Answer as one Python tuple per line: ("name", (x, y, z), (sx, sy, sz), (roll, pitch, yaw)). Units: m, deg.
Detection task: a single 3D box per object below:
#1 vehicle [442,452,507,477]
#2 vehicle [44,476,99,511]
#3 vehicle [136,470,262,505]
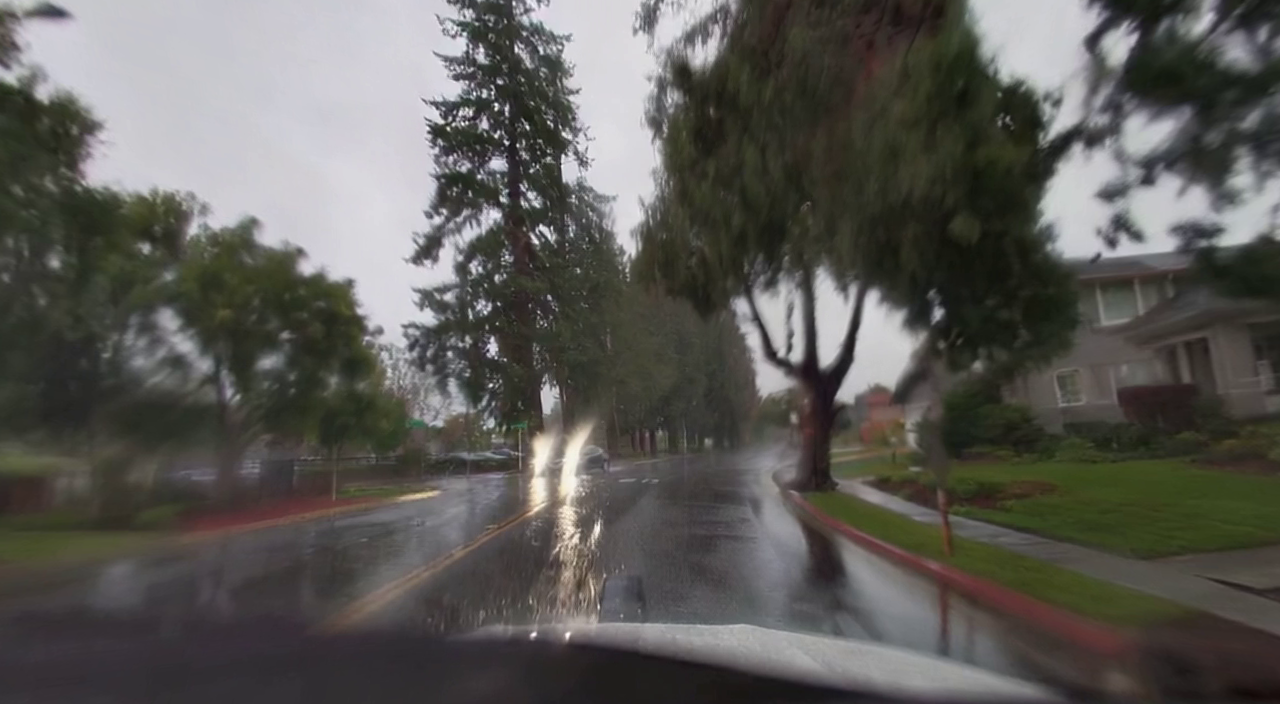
("vehicle", (-12.779, 8.644, 48.576), (4.675, 1.442, 1.906), (-2, -8, -19))
("vehicle", (-30.495, 7.519, 33.840), (1.849, 1.484, 4.693), (8, -12, -43))
("vehicle", (-22.225, 6.830, 32.100), (4.943, 1.493, 2.036), (4, -9, -28))
